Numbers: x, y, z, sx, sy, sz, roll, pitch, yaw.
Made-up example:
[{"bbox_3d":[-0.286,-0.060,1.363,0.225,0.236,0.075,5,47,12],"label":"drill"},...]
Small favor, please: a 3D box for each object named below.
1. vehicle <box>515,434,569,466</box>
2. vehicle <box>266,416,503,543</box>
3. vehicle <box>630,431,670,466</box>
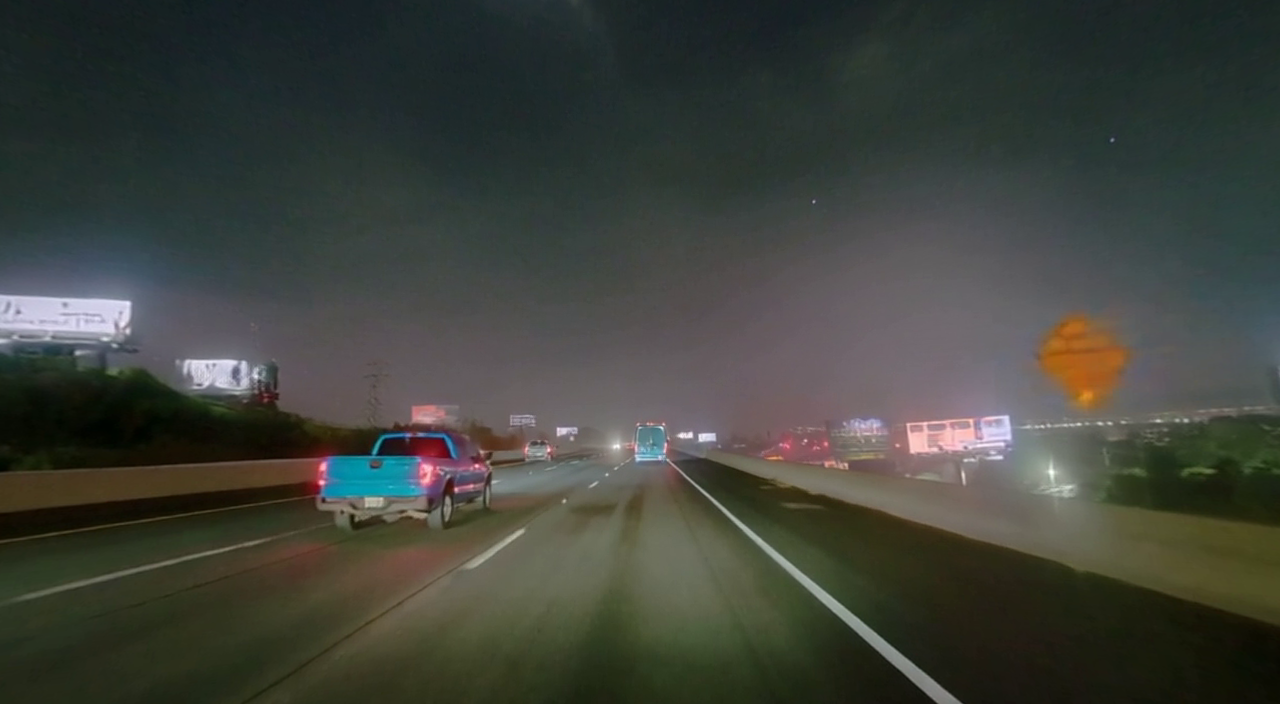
[{"bbox_3d":[-6.819,6.922,44.575,2.695,2.084,6.836,0,-8,1],"label":"vehicle"},{"bbox_3d":[-4.061,2.114,11.112,2.145,1.730,4.729,0,-8,1],"label":"vehicle"},{"bbox_3d":[0.708,6.808,44.608,2.692,2.279,5.695,0,-8,1],"label":"vehicle"}]
